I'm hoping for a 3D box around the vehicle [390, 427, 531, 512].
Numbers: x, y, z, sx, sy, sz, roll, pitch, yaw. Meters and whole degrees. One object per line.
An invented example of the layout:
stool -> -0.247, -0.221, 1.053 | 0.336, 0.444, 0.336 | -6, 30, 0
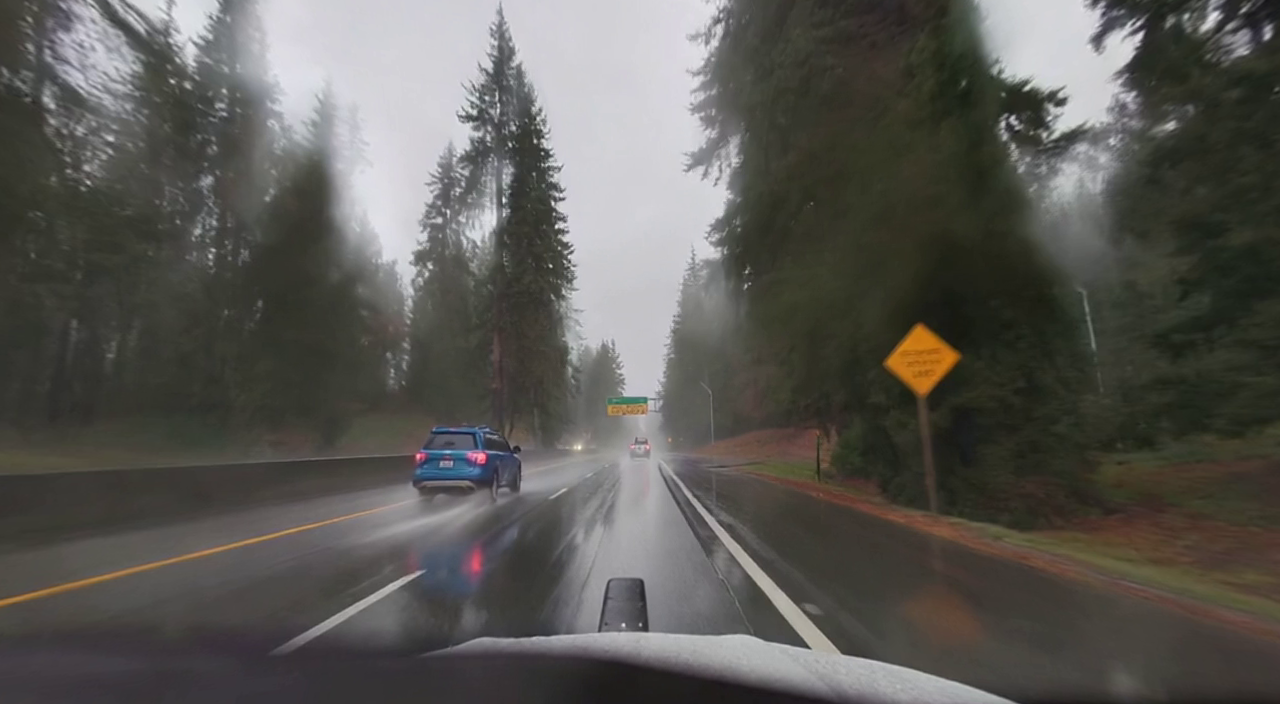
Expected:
vehicle -> -4.145, 2.785, 15.459 | 2.084, 1.752, 4.479 | 0, -8, 1
